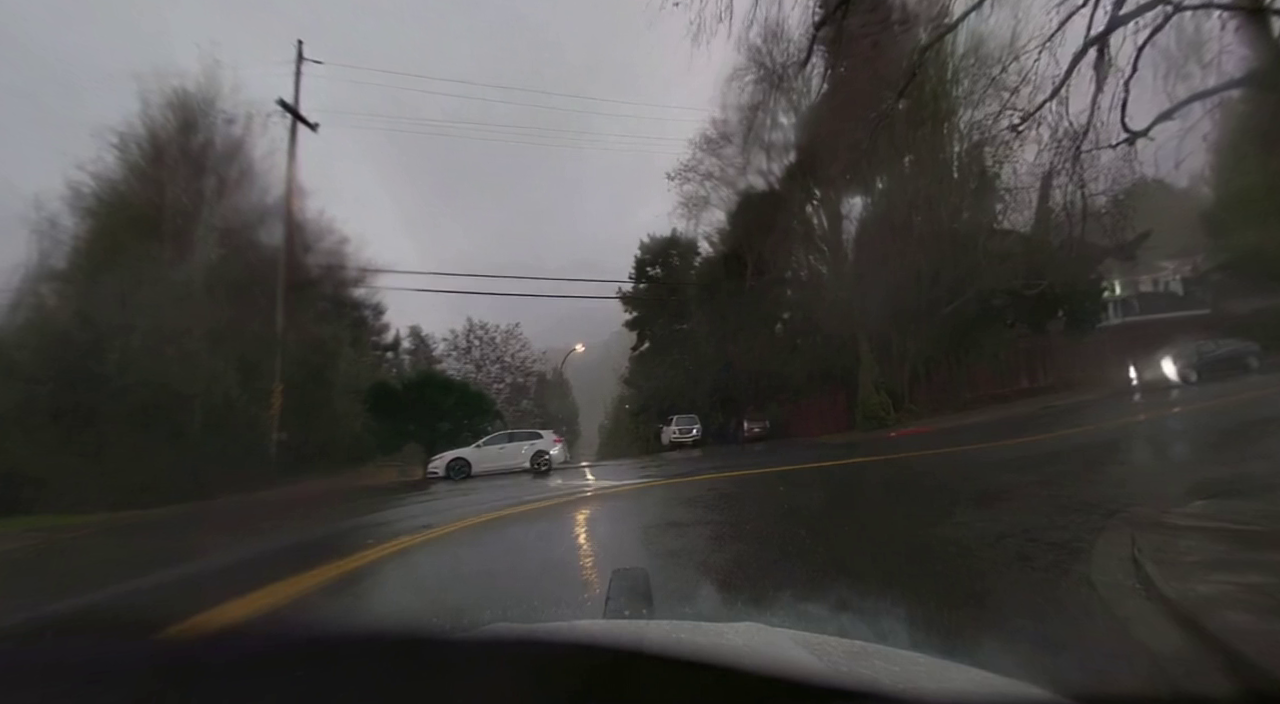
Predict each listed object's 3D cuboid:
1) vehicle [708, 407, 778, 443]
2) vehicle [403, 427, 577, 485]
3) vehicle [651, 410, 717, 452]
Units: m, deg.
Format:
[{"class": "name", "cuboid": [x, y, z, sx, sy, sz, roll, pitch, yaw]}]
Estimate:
[{"class": "vehicle", "cuboid": [5.449, 4.057, 34.235, 2.216, 1.728, 5.118, 1, -9, -9]}, {"class": "vehicle", "cuboid": [-4.461, 3.099, 18.957, 4.696, 1.534, 1.912, 5, -10, -28]}, {"class": "vehicle", "cuboid": [2.267, 4.199, 34.299, 2.413, 1.838, 4.977, 0, -3, -10]}]
